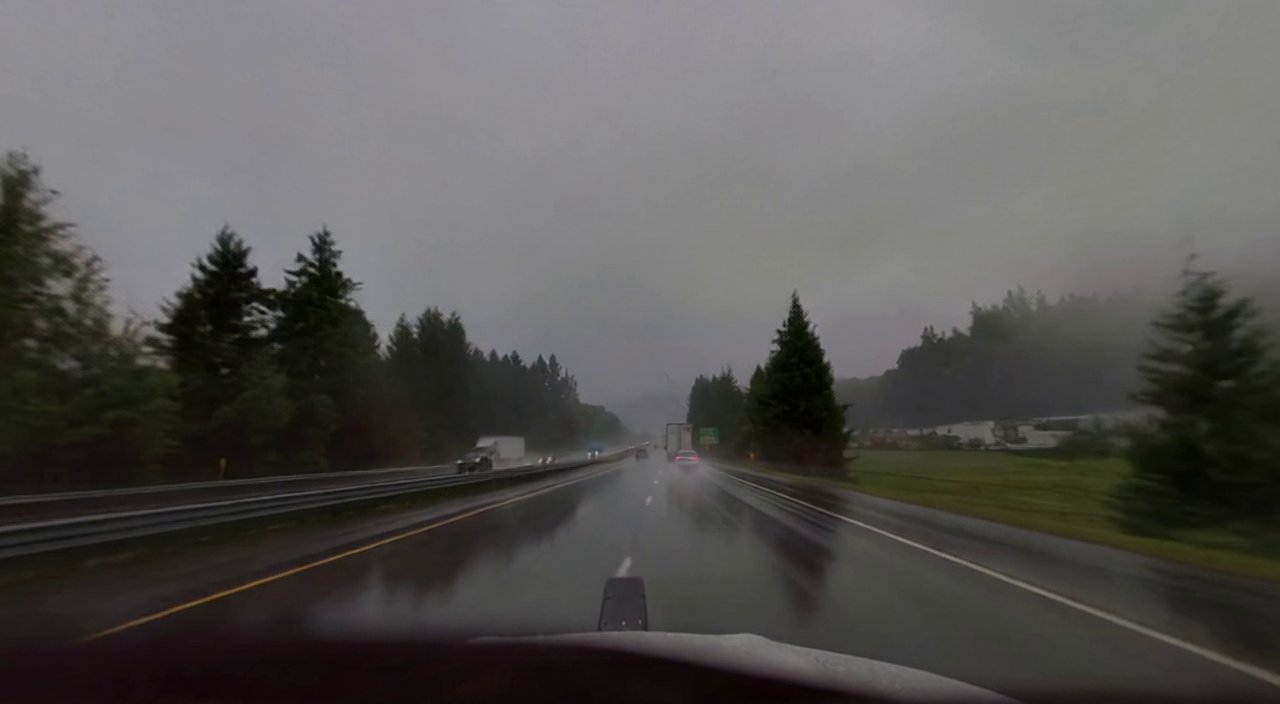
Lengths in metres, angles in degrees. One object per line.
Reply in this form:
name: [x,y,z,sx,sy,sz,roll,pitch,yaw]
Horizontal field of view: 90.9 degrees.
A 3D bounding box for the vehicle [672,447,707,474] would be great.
vehicle: [3.172,7.039,41.251,2.096,1.653,4.185,0,-9,2]
